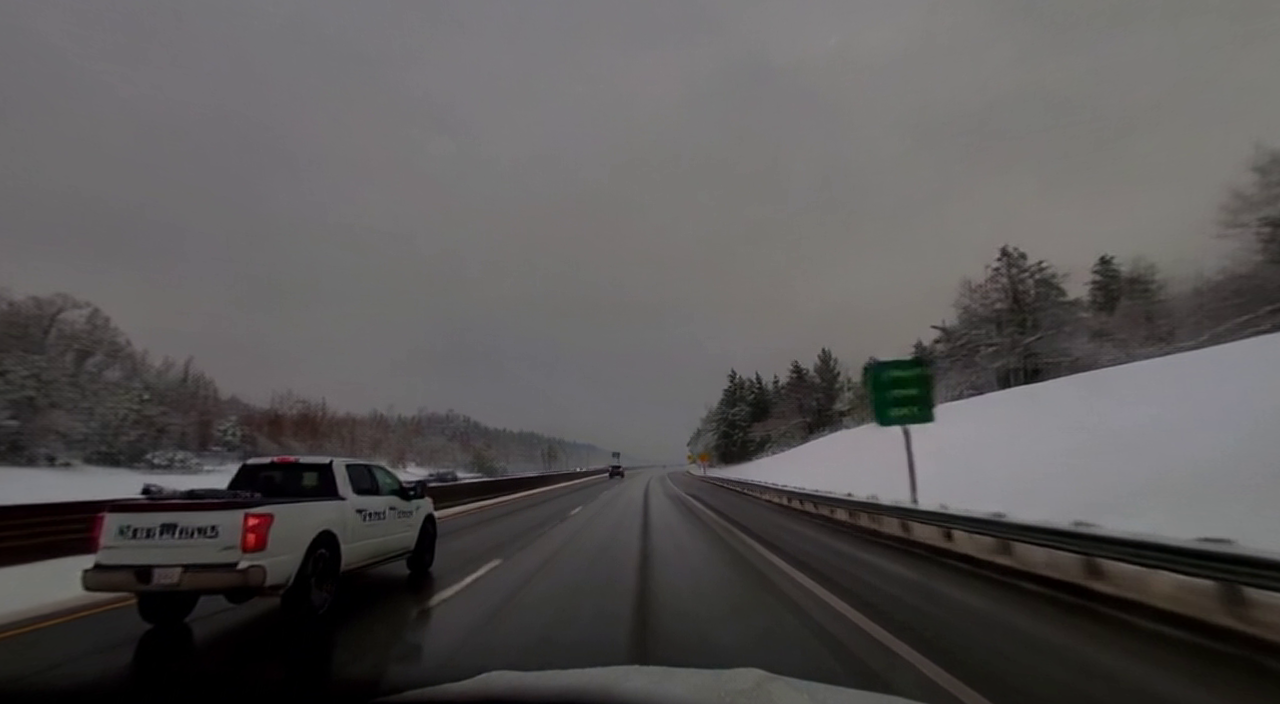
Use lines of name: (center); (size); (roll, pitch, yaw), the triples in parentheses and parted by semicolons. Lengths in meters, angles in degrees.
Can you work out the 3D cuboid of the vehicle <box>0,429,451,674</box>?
vehicle: (-3.859, 1.725, 6.589); (2.135, 1.506, 5.041); (1, -10, 1)
